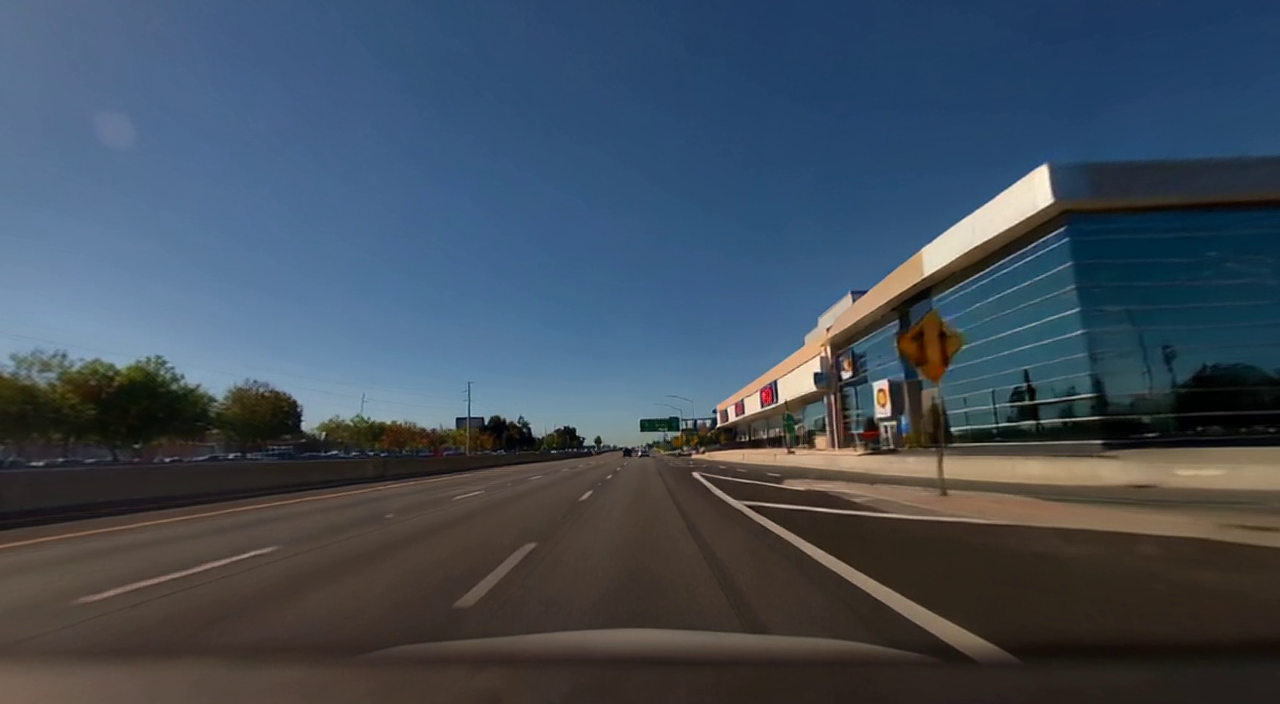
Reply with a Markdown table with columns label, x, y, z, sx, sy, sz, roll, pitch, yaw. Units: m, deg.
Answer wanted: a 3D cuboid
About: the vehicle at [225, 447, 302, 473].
| label | x | y | z | sx | sy | sz | roll | pitch | yaw |
| --- | --- | --- | --- | --- | --- | --- | --- | --- | --- |
| vehicle | -23.190 | 6.644 | 39.016 | 1.885 | 1.521 | 4.464 | 0 | -8 | 2 |
